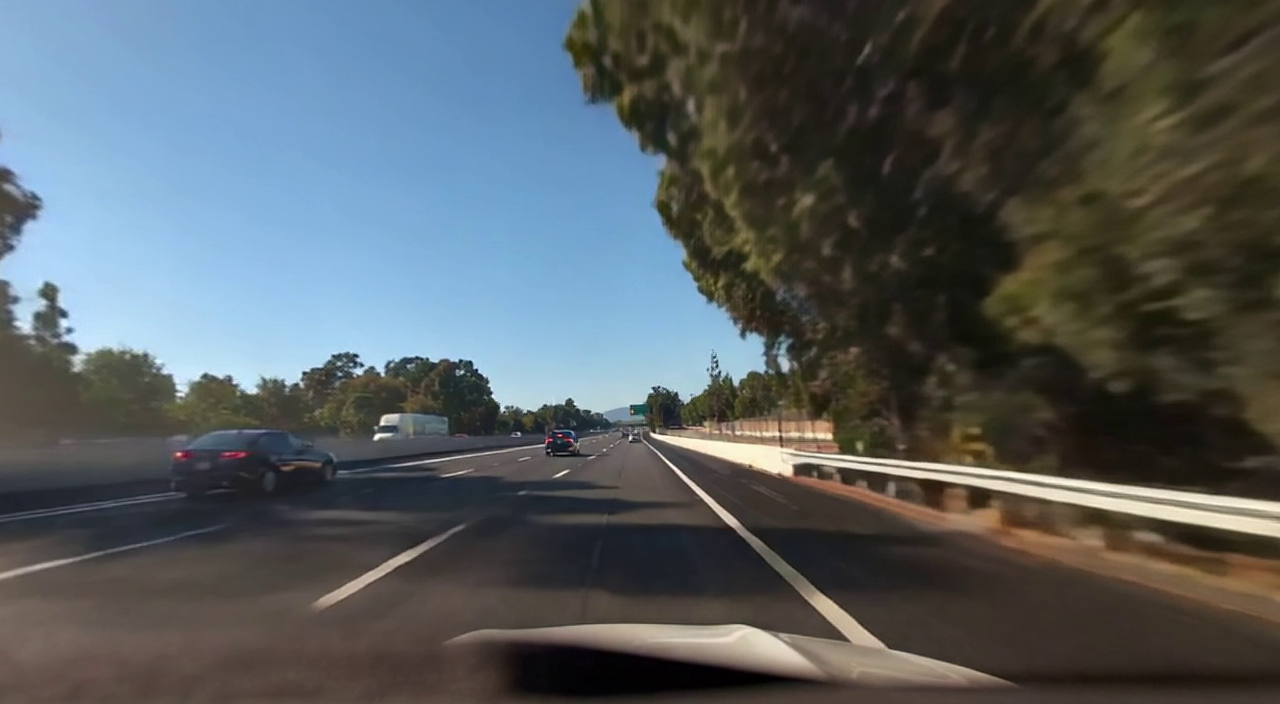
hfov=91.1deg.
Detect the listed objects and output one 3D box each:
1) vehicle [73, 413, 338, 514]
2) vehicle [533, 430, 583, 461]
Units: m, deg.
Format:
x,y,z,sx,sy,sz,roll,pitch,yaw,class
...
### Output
x,y,z,sx,sy,sz,roll,pitch,yaw,class
-8.140,2.115,12.470,2.113,1.632,4.409,0,-8,-1,vehicle
-4.329,5.007,33.804,2.064,1.571,4.225,0,-8,0,vehicle
